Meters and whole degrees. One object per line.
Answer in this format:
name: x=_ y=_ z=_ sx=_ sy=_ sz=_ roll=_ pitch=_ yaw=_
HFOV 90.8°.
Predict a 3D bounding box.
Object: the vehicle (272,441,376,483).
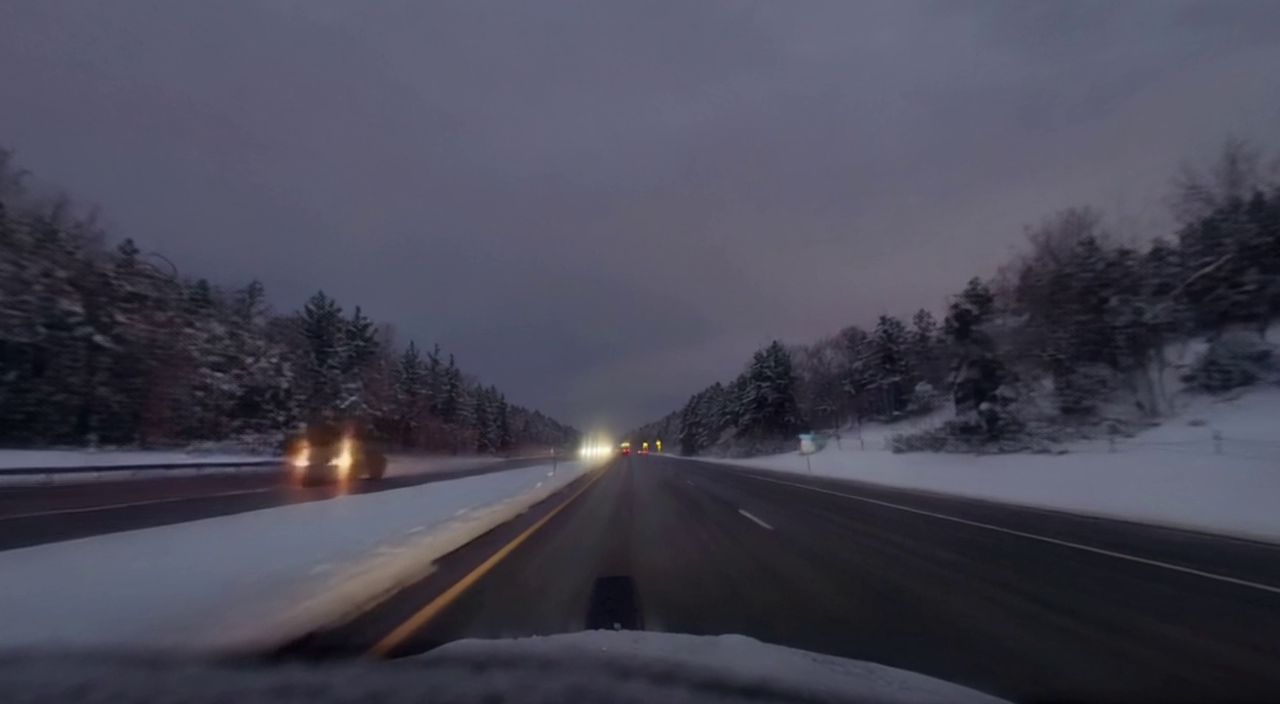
vehicle: x=-12.143 y=4.247 z=24.567 sx=1.835 sy=1.469 sz=4.292 roll=0 pitch=-9 yaw=0
